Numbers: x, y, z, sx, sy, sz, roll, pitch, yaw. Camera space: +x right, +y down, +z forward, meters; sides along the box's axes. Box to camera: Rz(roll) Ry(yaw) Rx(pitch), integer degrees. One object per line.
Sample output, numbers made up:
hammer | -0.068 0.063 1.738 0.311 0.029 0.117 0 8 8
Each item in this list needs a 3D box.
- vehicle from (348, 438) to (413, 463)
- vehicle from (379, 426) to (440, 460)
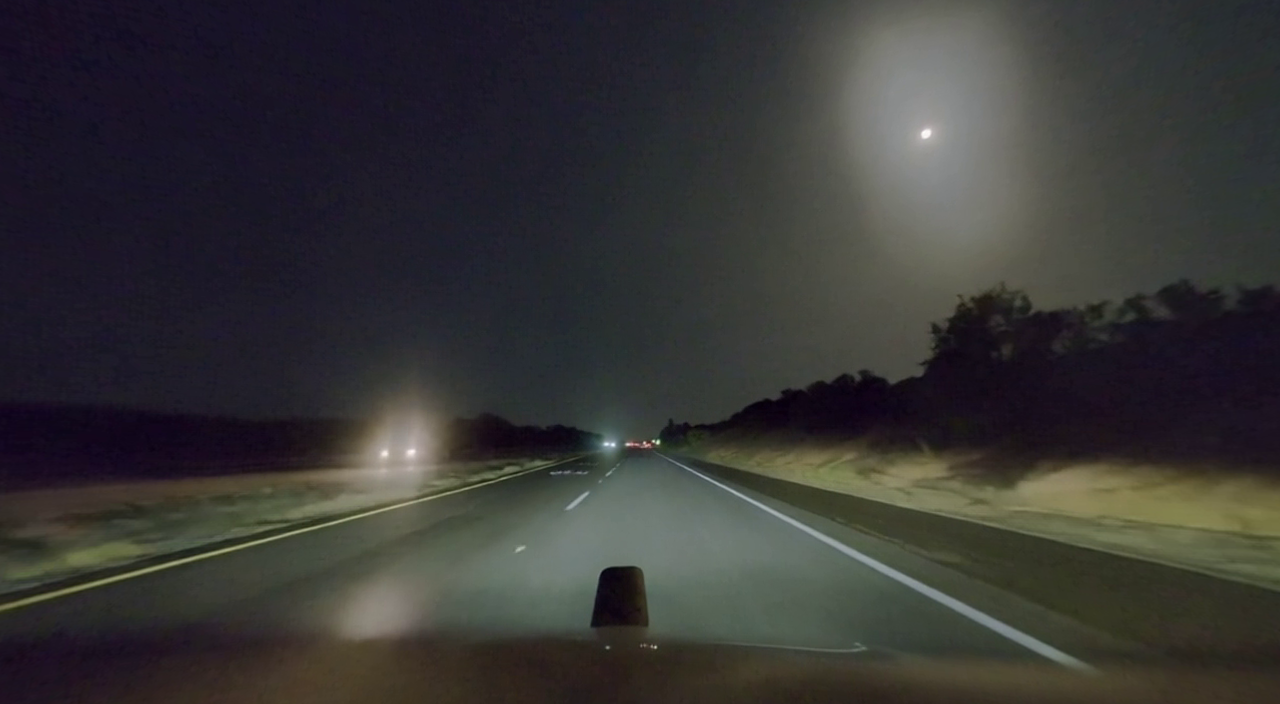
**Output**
vehicle | -15.901 6.069 38.882 2.142 1.456 4.453 0 -8 0
vehicle | -16.059 6.398 44.243 2.212 2.251 5.215 0 -8 1
